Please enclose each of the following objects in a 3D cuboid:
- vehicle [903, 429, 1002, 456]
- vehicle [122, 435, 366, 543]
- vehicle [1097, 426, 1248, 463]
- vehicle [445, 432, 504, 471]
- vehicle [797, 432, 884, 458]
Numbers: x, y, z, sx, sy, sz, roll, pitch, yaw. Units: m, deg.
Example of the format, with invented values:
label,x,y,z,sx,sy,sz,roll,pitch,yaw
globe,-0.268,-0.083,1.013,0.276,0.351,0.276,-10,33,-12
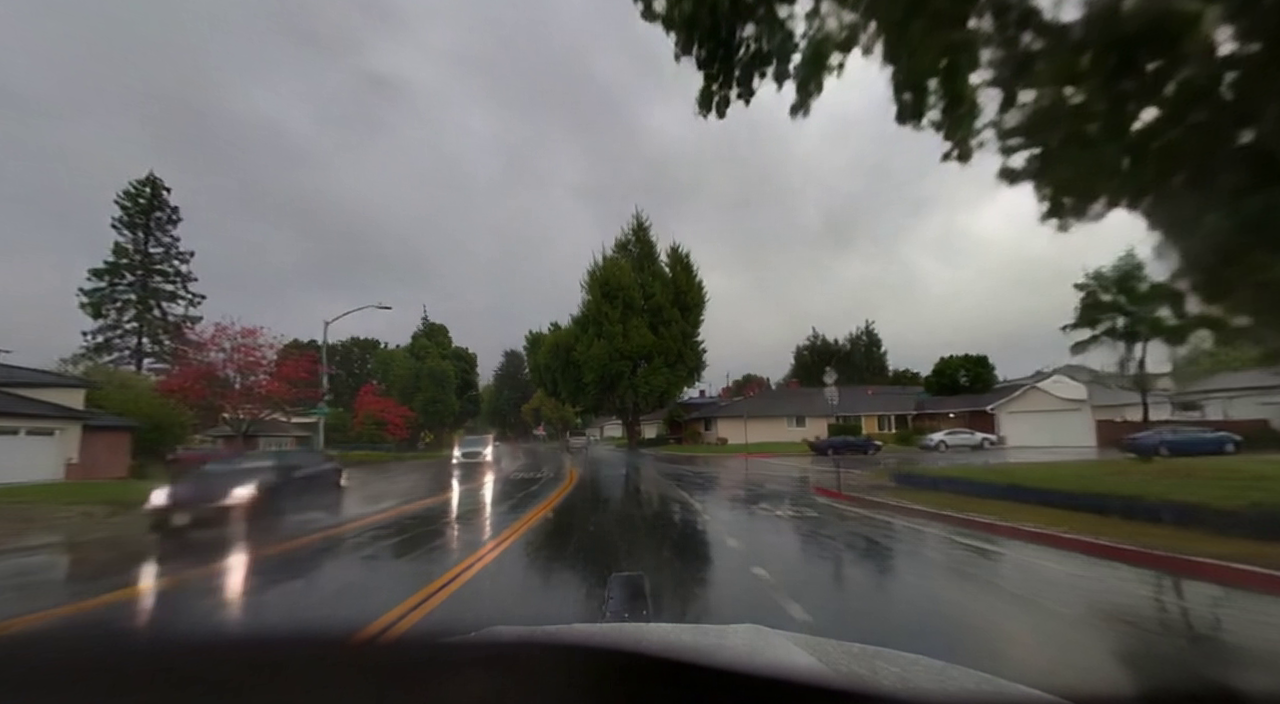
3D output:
label,x,y,z,sx,sy,sz,roll,pitch,yaw
vehicle,18.412,5.355,37.319,4.795,1.468,1.945,-2,-8,11
vehicle,-7.135,2.446,12.064,1.910,1.538,4.478,-4,-8,-2
vehicle,23.250,4.072,27.722,4.607,1.481,1.884,-2,-8,12
vehicle,-7.954,4.806,30.629,2.069,1.740,4.446,0,-8,-6
vehicle,12.157,5.667,38.417,4.737,1.447,1.766,-2,-8,7
